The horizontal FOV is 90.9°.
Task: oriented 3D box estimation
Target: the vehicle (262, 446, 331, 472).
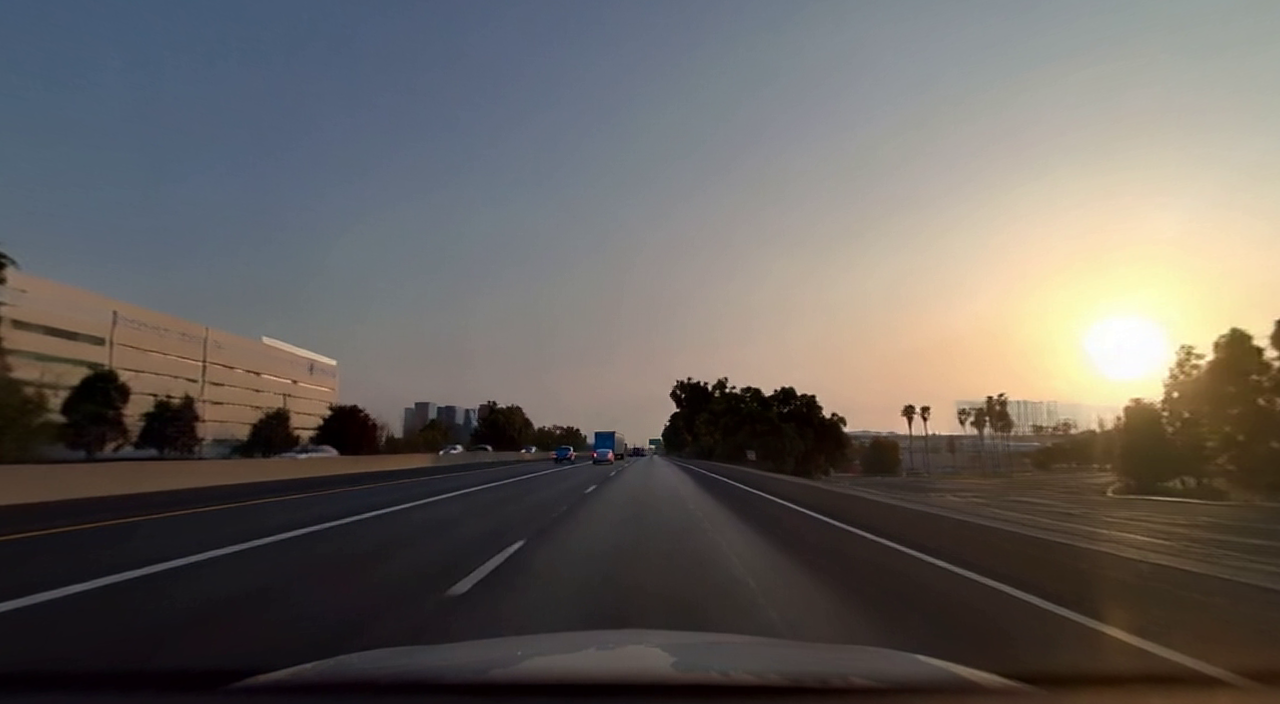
[{"bbox_3d":[-22.331,6.933,41.183,1.900,1.555,4.339,0,-8,2],"label":"vehicle"}]
